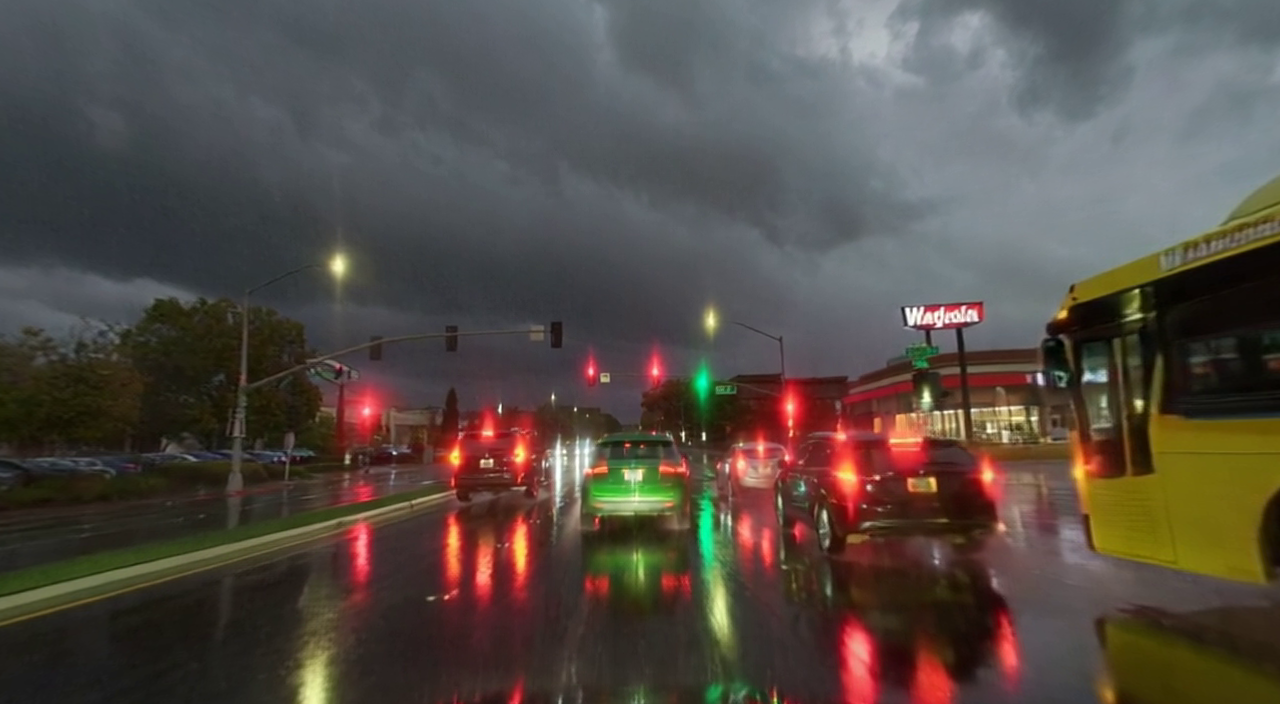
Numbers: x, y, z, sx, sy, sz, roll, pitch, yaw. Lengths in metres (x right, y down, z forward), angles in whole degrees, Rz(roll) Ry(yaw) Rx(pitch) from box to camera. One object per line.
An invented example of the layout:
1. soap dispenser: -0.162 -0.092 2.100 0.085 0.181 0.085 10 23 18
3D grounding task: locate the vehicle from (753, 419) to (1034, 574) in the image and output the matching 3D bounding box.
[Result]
1. vehicle: 2.902 1.757 8.471 1.922 1.508 4.330 0 -9 -1

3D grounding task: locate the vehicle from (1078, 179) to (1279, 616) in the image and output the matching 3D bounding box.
1. vehicle: 6.468 -0.104 1.840 3.197 3.269 9.836 0 -9 -1

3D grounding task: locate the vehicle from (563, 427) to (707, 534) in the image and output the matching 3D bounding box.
1. vehicle: -0.068 2.140 11.050 2.071 1.525 3.723 0 -9 0

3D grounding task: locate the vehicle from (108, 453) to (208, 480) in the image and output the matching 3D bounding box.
1. vehicle: -27.371 6.515 36.065 4.107 1.427 1.883 3 -9 -22

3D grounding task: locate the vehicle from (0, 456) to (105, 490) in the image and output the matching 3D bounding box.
1. vehicle: -27.965 5.652 29.709 3.838 1.433 1.967 4 -10 -27

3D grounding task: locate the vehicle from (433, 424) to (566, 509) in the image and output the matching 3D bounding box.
1. vehicle: -3.112 2.673 15.115 2.180 1.708 4.397 0 -9 0
